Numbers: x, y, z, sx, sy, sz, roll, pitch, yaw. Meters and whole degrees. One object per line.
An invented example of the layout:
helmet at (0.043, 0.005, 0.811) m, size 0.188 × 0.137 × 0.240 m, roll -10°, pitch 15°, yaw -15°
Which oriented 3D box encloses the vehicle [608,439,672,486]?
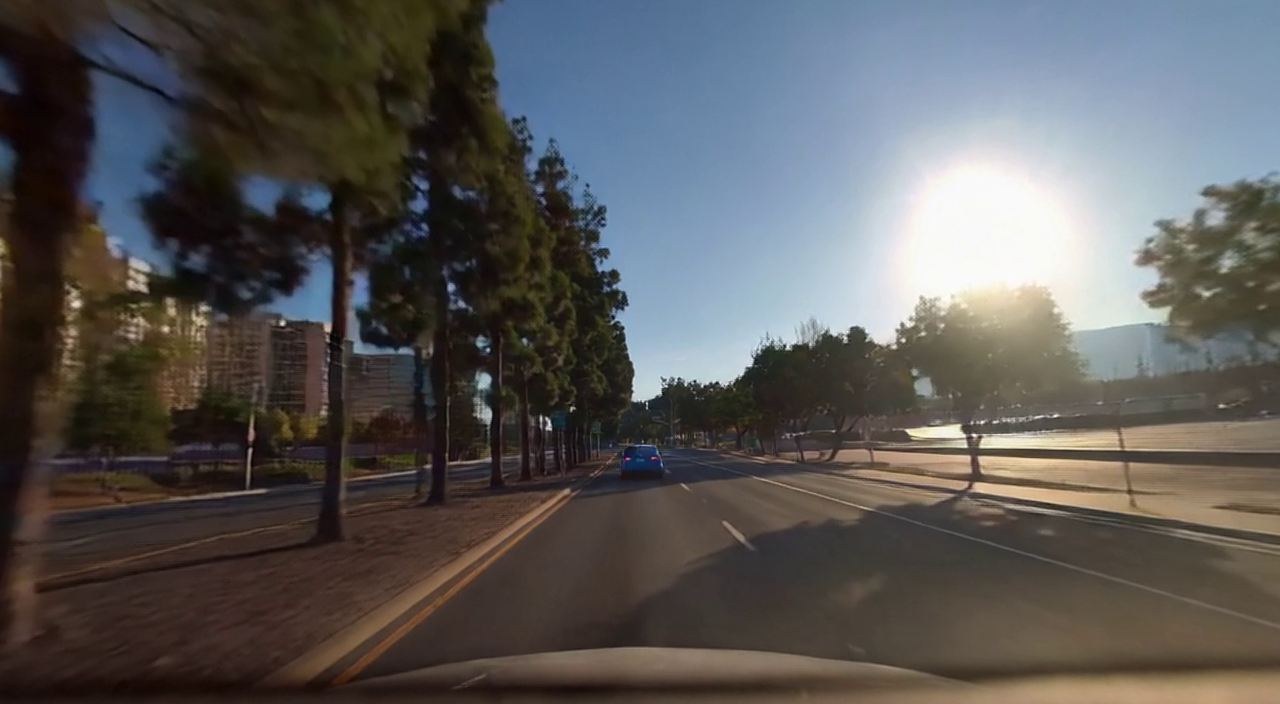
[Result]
vehicle at (-0.030, 3.841, 22.357) m, size 2.042 × 1.479 × 4.601 m, roll 0°, pitch -8°, yaw -1°
